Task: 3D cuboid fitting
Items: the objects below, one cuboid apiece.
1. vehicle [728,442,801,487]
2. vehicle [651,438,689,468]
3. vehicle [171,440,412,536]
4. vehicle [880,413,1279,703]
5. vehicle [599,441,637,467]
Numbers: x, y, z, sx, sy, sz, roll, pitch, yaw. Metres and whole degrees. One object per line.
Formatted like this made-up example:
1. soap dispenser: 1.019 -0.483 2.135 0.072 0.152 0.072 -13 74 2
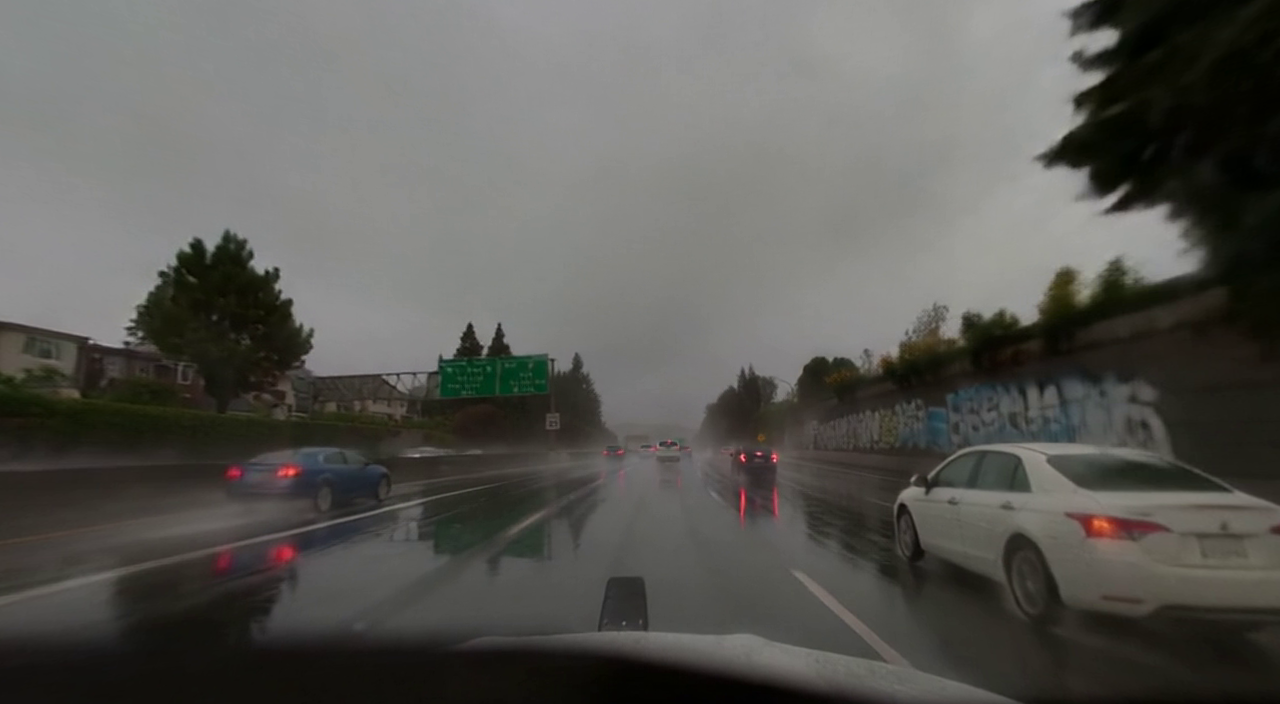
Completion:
1. vehicle: 4.388 4.001 22.776 1.854 1.438 3.954 0 -8 1
2. vehicle: 1.837 6.168 38.704 2.183 1.764 4.134 0 -8 3
3. vehicle: -6.395 2.495 12.342 2.050 1.507 4.375 0 -8 3
4. vehicle: 3.691 1.354 5.065 1.912 1.509 4.291 0 -8 1
5. vehicle: -1.468 7.109 44.210 2.070 1.740 4.678 -1 -8 6
